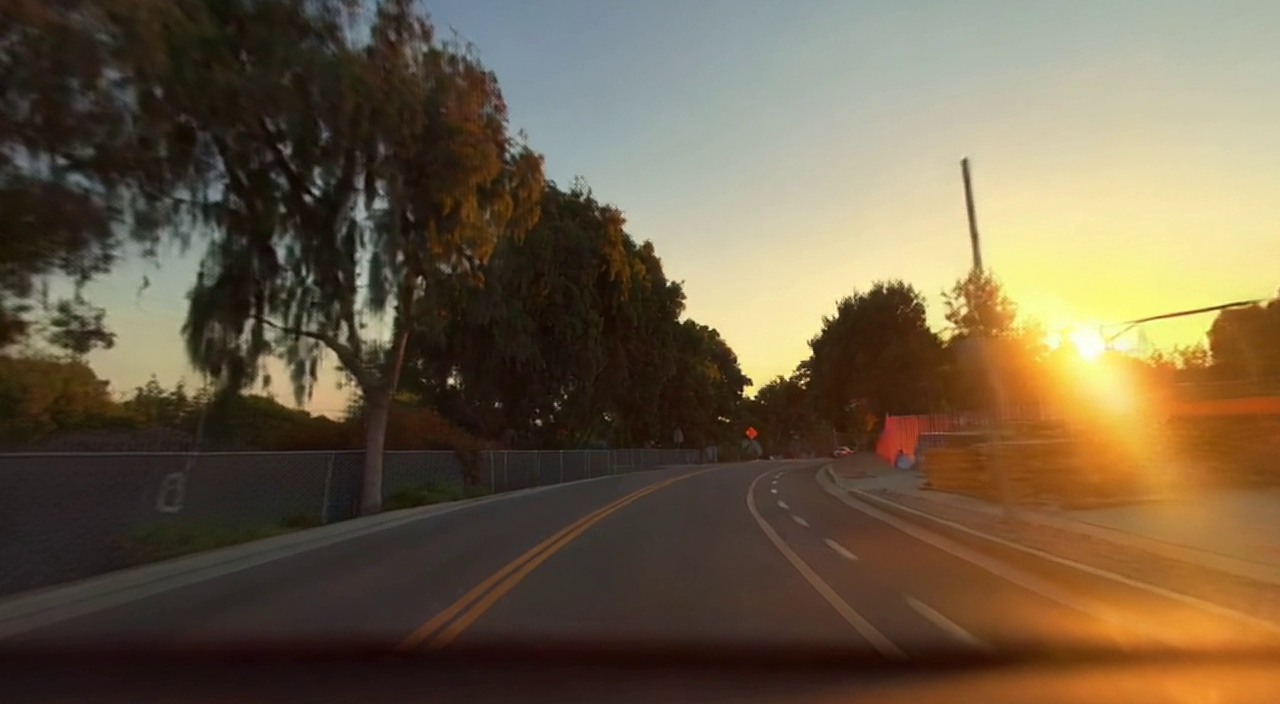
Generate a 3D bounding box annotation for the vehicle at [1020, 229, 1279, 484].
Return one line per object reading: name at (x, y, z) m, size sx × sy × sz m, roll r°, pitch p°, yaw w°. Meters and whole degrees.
vehicle at (11.124, 0.391, 11.386) m, size 2.984 × 3.691 × 10.409 m, roll -1°, pitch -9°, yaw 6°
